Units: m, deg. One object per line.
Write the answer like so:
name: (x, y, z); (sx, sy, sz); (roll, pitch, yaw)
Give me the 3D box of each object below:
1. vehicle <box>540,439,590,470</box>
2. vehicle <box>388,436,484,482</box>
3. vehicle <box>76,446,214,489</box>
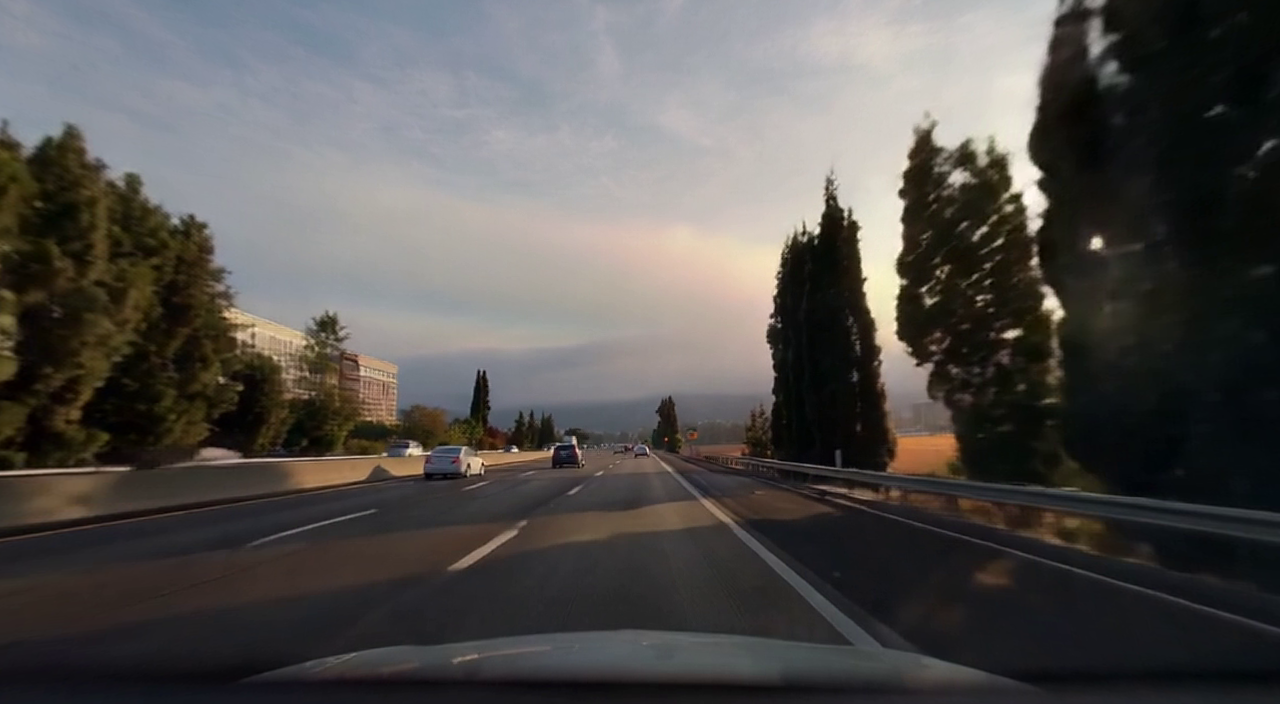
vehicle: (-4.044, 5.639, 34.802); (2.083, 1.588, 4.801); (0, -9, 1)
vehicle: (-7.580, 4.020, 23.928); (2.034, 1.523, 4.627); (0, -9, 1)
vehicle: (-18.948, 4.400, 24.391); (1.870, 1.518, 4.168); (0, -9, 1)
